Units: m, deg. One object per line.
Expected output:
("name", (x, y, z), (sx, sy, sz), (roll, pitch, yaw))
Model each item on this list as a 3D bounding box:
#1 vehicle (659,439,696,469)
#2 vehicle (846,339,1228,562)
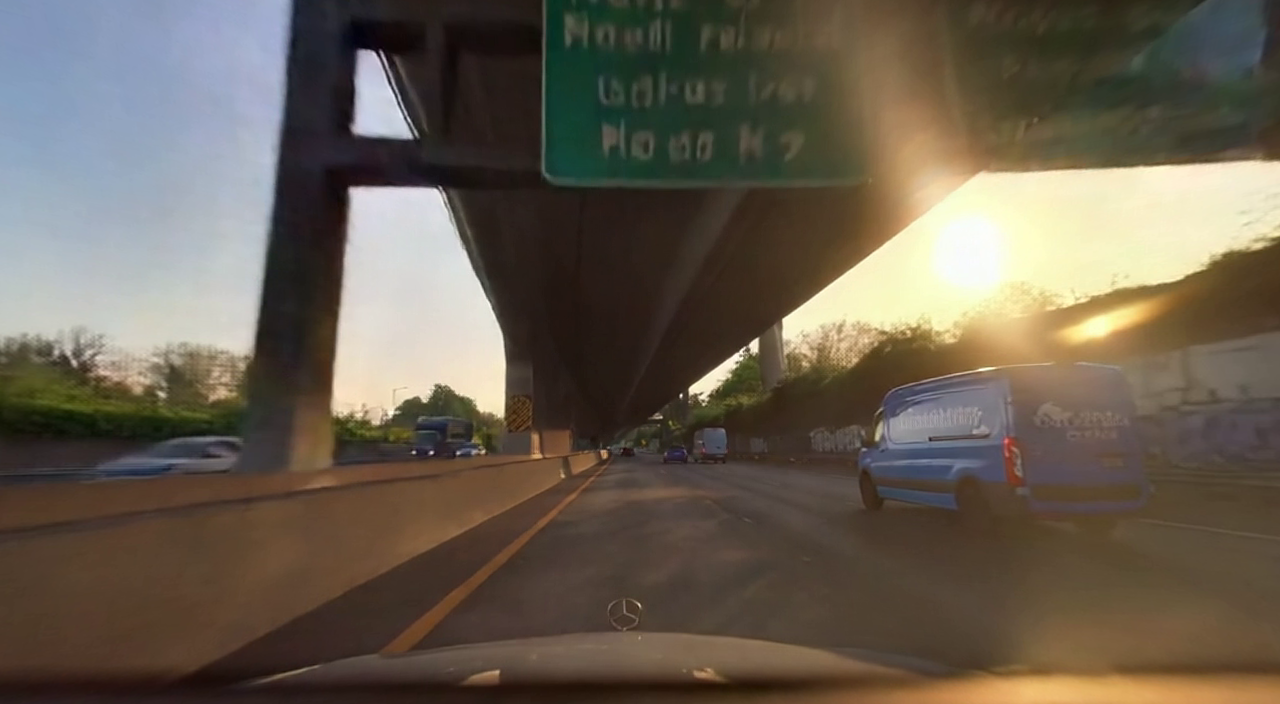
("vehicle", (2.543, 7.102, 43.873), (2.007, 1.943, 5.010), (0, -9, -3))
("vehicle", (5.642, 1.572, 10.358), (2.283, 2.631, 5.719), (0, -9, -2))
